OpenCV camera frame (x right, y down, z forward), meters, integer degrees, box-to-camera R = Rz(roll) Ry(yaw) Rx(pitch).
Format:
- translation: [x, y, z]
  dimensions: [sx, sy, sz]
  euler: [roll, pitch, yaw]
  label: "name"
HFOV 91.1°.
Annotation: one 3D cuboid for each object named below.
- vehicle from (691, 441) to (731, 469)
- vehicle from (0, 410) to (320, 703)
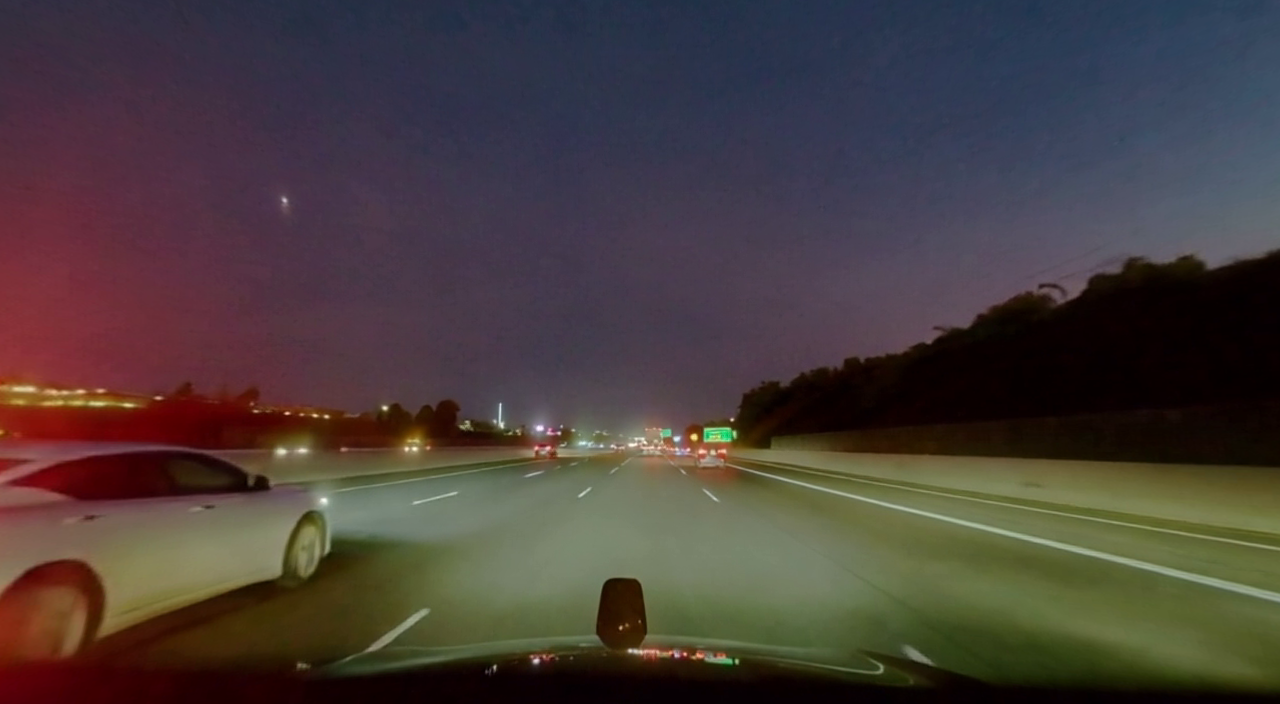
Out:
- translation: [4.326, 6.374, 38.987]
  dimensions: [2.046, 1.655, 4.143]
  euler: [0, -9, 1]
  label: "vehicle"
- translation: [-4.020, 1.146, 3.796]
  dimensions: [1.947, 1.479, 4.114]
  euler: [0, -9, 1]
  label: "vehicle"
